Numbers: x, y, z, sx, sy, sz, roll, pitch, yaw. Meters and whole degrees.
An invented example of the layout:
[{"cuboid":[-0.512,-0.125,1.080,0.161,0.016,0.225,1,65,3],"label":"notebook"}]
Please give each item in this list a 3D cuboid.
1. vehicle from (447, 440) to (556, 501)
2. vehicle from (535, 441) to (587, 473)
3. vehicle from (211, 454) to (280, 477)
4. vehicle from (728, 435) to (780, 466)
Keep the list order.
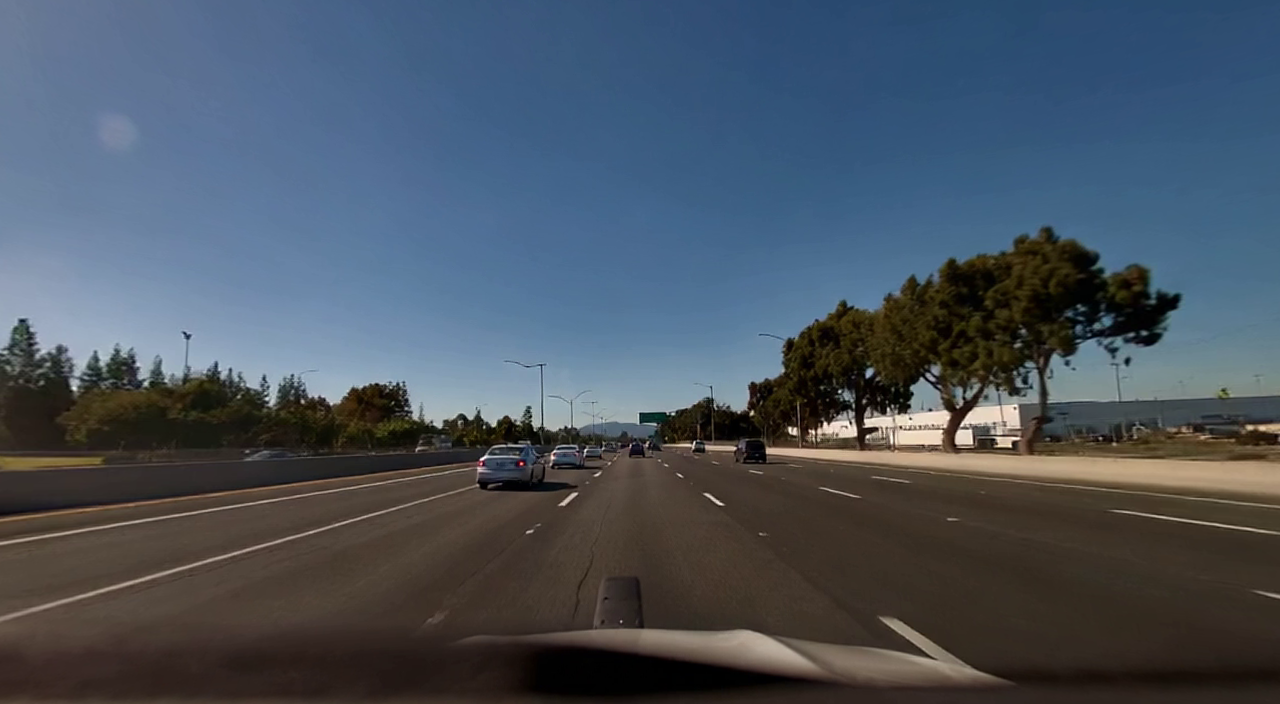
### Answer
[{"cuboid":[-3.582,3.141,17.207,1.959,1.433,4.291,0,-9,0],"label":"vehicle"},{"cuboid":[-3.972,5.386,32.571,2.047,1.469,4.614,0,-9,0],"label":"vehicle"},{"cuboid":[-28.081,8.108,45.184,1.974,1.502,4.522,0,-9,1],"label":"vehicle"},{"cuboid":[6.876,6.033,38.634,2.147,1.769,4.666,0,-9,-2],"label":"vehicle"}]
